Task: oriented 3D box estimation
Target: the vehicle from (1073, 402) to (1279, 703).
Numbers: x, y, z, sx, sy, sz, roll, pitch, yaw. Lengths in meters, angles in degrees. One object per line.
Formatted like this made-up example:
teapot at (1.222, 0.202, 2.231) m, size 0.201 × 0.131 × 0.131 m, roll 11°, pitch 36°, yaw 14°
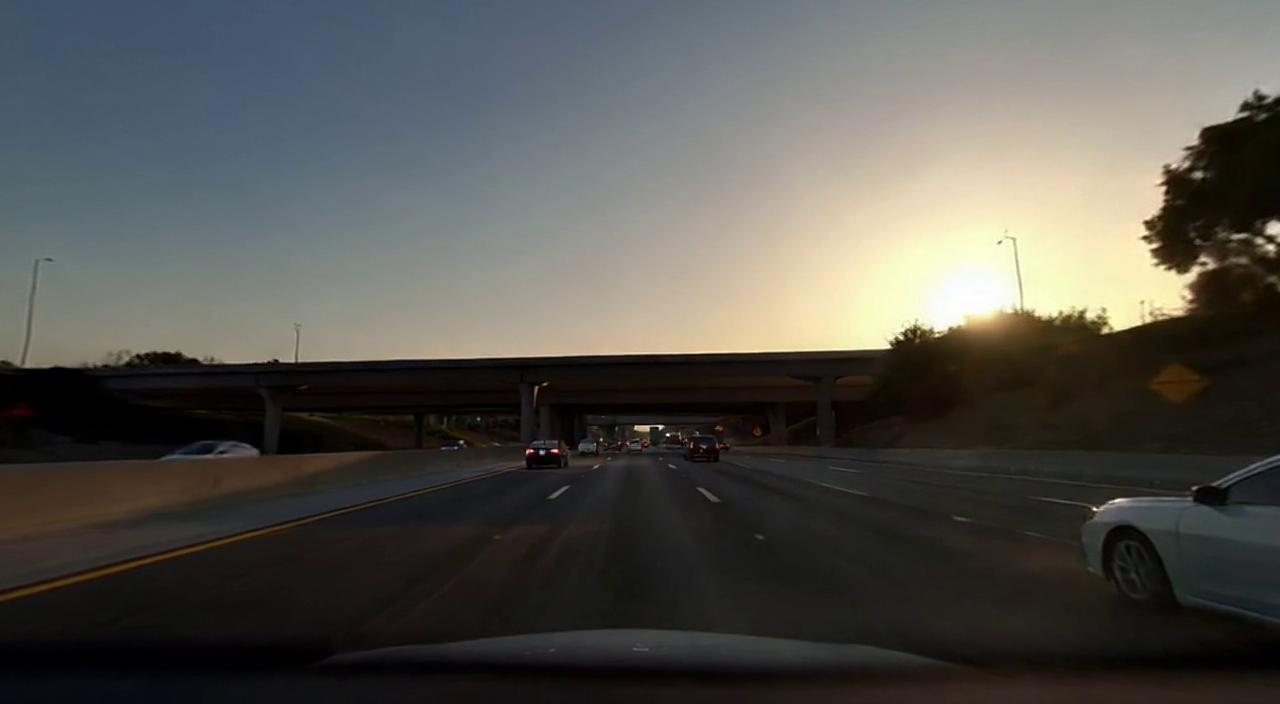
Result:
vehicle at (3.724, 0.823, 1.792) m, size 1.989 × 1.472 × 4.322 m, roll 0°, pitch -8°, yaw 2°

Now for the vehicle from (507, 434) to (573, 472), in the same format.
vehicle at (-4.169, 4.313, 27.178) m, size 1.997 × 1.476 × 4.703 m, roll 0°, pitch -8°, yaw 1°

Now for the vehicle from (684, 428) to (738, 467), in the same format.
vehicle at (3.400, 4.707, 31.162) m, size 2.072 × 1.761 × 4.242 m, roll 0°, pitch -8°, yaw -2°

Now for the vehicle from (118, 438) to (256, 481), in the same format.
vehicle at (-16.680, 3.965, 23.581) m, size 1.921 × 1.444 × 4.551 m, roll 0°, pitch -8°, yaw -2°
